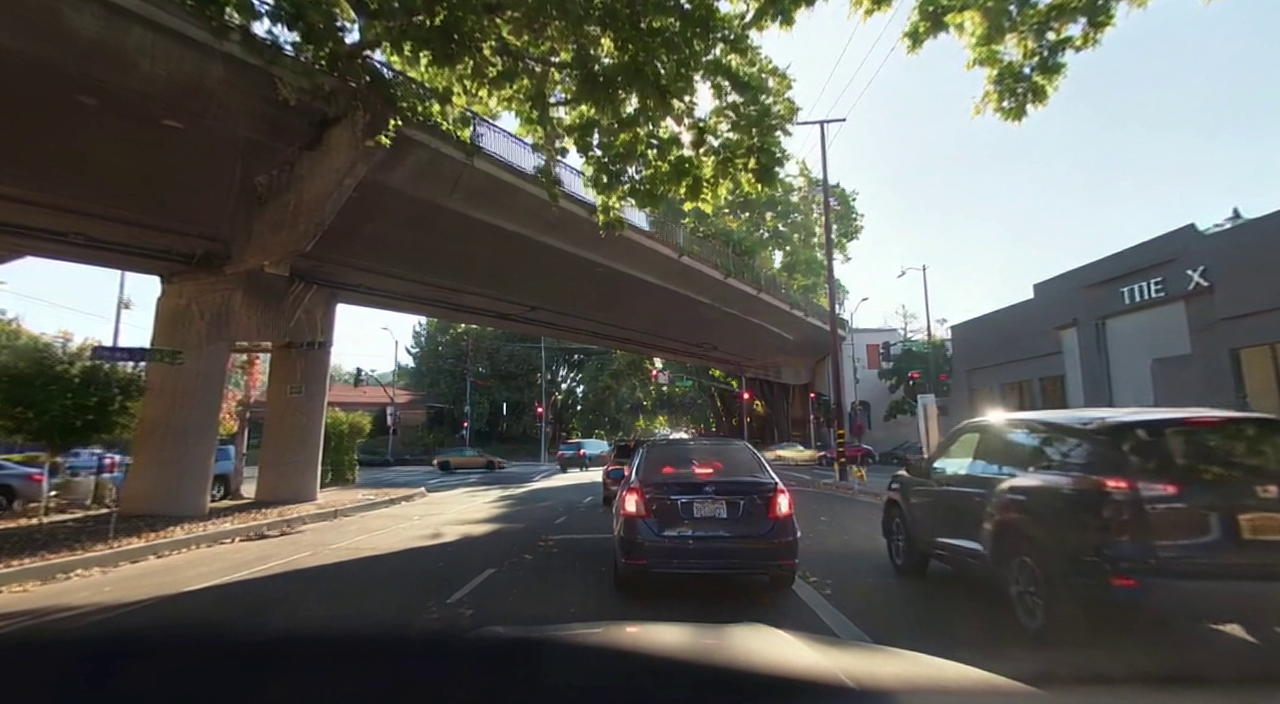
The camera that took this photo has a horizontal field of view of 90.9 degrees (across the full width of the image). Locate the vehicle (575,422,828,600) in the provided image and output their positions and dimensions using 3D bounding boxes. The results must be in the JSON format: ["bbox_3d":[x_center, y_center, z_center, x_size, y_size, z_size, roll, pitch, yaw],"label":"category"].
[{"bbox_3d":[0.535,1.640,7.434,2.101,1.467,4.210,0,-8,1],"label":"vehicle"}]

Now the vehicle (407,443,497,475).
[{"bbox_3d":[-9.275,5.291,31.499,1.873,1.462,4.283,-4,-9,25],"label":"vehicle"}]

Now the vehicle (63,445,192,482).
[{"bbox_3d":[-24.915,5.410,30.776,4.474,1.673,2.010,0,-8,1],"label":"vehicle"}]

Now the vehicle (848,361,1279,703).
[{"bbox_3d":[3.610,1.257,5.510,2.062,1.781,4.488,0,-8,0],"label":"vehicle"}]
